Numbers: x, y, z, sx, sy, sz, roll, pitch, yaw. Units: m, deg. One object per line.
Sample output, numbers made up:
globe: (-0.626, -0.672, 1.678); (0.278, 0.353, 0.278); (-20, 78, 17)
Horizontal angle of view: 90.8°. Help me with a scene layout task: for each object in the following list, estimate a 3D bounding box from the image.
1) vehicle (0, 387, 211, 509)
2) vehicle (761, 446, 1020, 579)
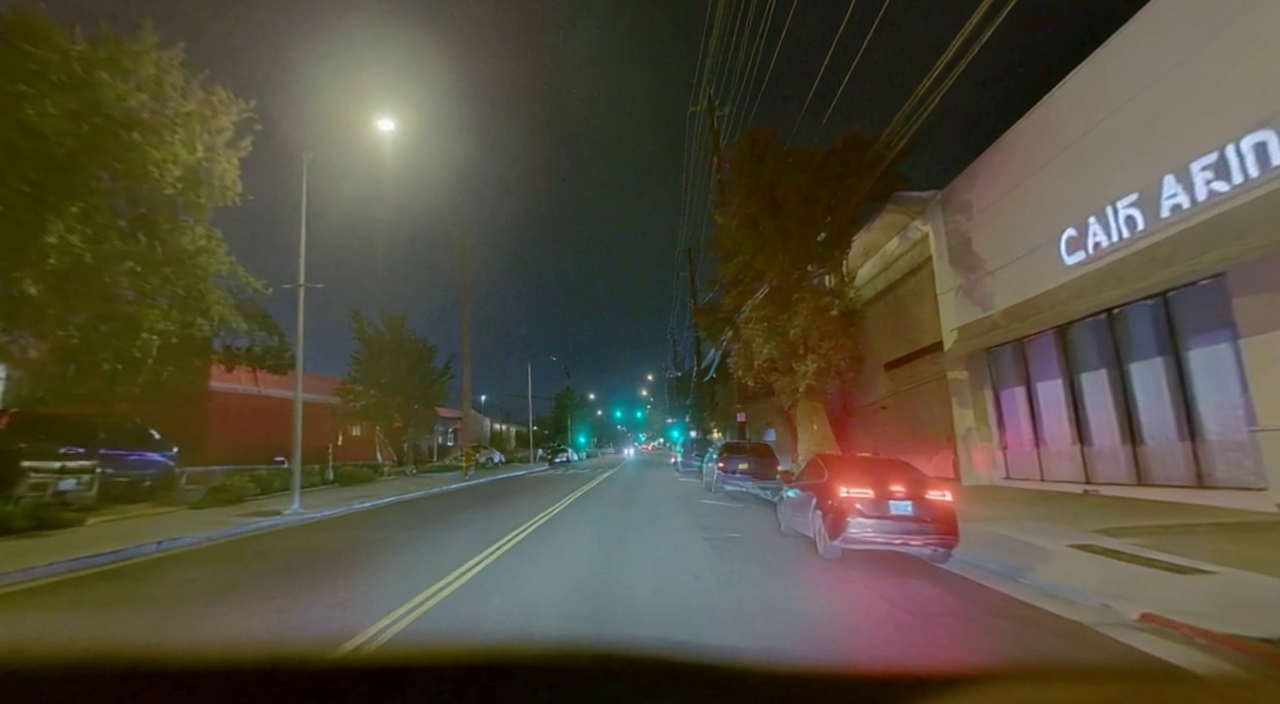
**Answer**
vehicle: (-15.387, 2.618, 17.620); (2.715, 2.789, 6.225); (0, -8, -4)
vehicle: (3.054, 2.001, 8.712); (1.877, 1.373, 3.854); (0, -8, -2)
